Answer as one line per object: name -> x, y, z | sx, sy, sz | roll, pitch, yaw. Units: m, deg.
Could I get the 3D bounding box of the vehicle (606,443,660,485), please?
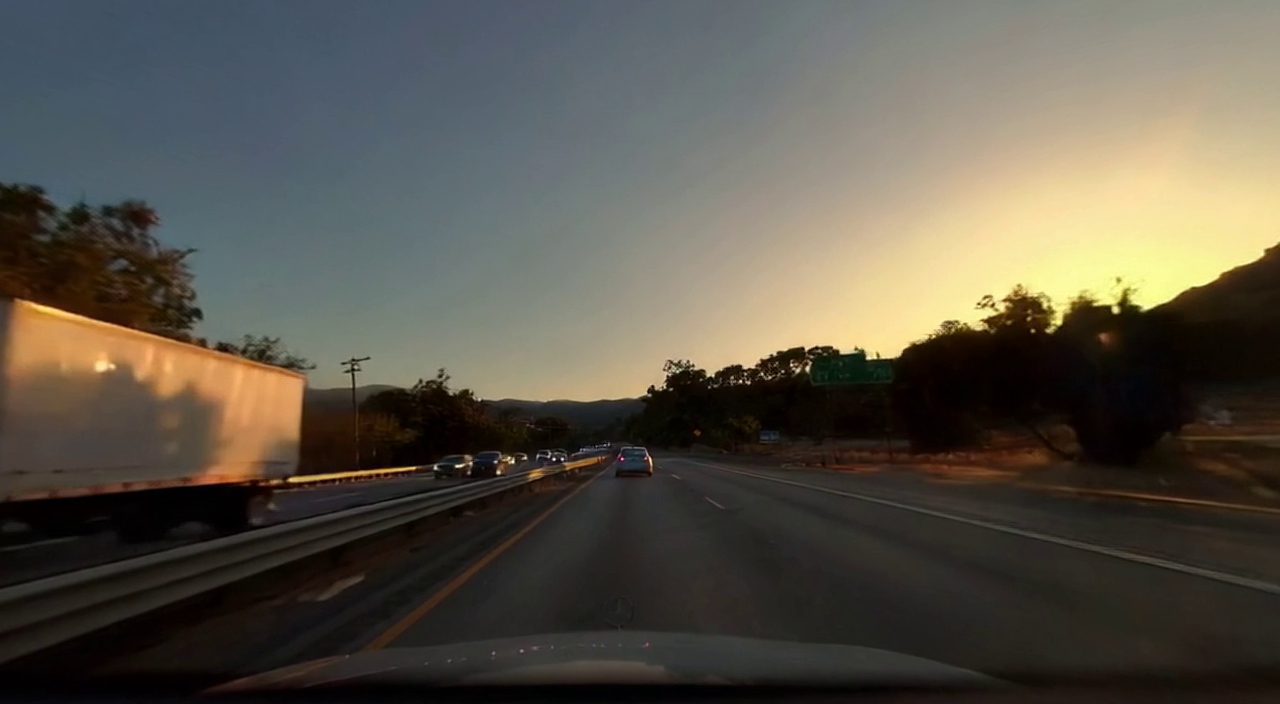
vehicle -> -0.279, 4.411, 24.945 | 1.971, 1.518, 4.108 | 0, -9, -1

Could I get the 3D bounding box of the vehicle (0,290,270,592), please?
vehicle -> -8.651, 1.241, 8.556 | 2.739, 3.387, 7.184 | 0, -9, 0

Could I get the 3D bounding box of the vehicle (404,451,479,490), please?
vehicle -> -8.901, 5.320, 28.482 | 1.923, 1.545, 4.492 | 0, -9, 0

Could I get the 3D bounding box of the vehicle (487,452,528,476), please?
vehicle -> -8.812, 7.448, 42.005 | 1.873, 1.488, 4.057 | 0, -9, 0
